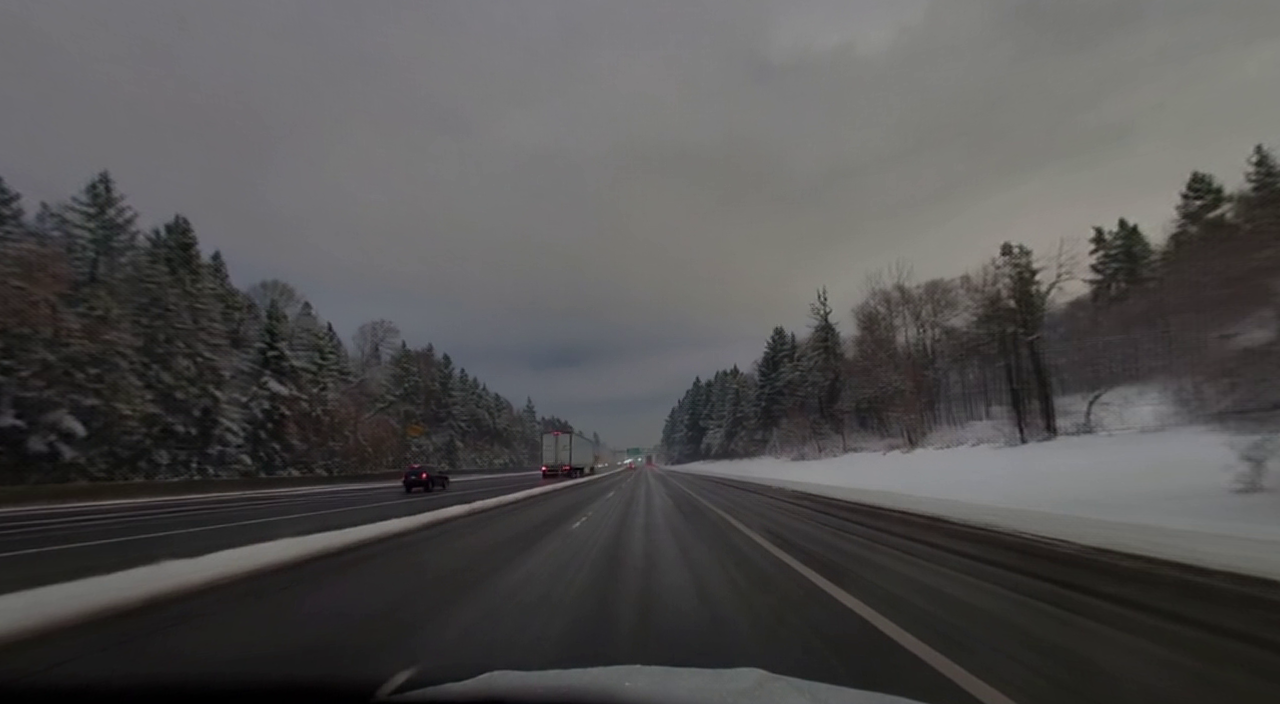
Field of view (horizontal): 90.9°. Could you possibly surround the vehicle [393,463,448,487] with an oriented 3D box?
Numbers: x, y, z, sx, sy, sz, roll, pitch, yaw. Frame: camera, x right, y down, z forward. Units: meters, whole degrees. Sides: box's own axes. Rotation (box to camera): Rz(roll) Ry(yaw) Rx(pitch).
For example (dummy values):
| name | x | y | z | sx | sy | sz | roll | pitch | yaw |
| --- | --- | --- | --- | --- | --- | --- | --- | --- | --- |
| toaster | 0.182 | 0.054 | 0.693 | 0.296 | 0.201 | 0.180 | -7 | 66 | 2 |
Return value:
| name | x | y | z | sx | sy | sz | roll | pitch | yaw |
| --- | --- | --- | --- | --- | --- | --- | --- | --- | --- |
| vehicle | -13.952 | 7.856 | 40.317 | 1.745 | 1.430 | 4.252 | 0 | -10 | 4 |
